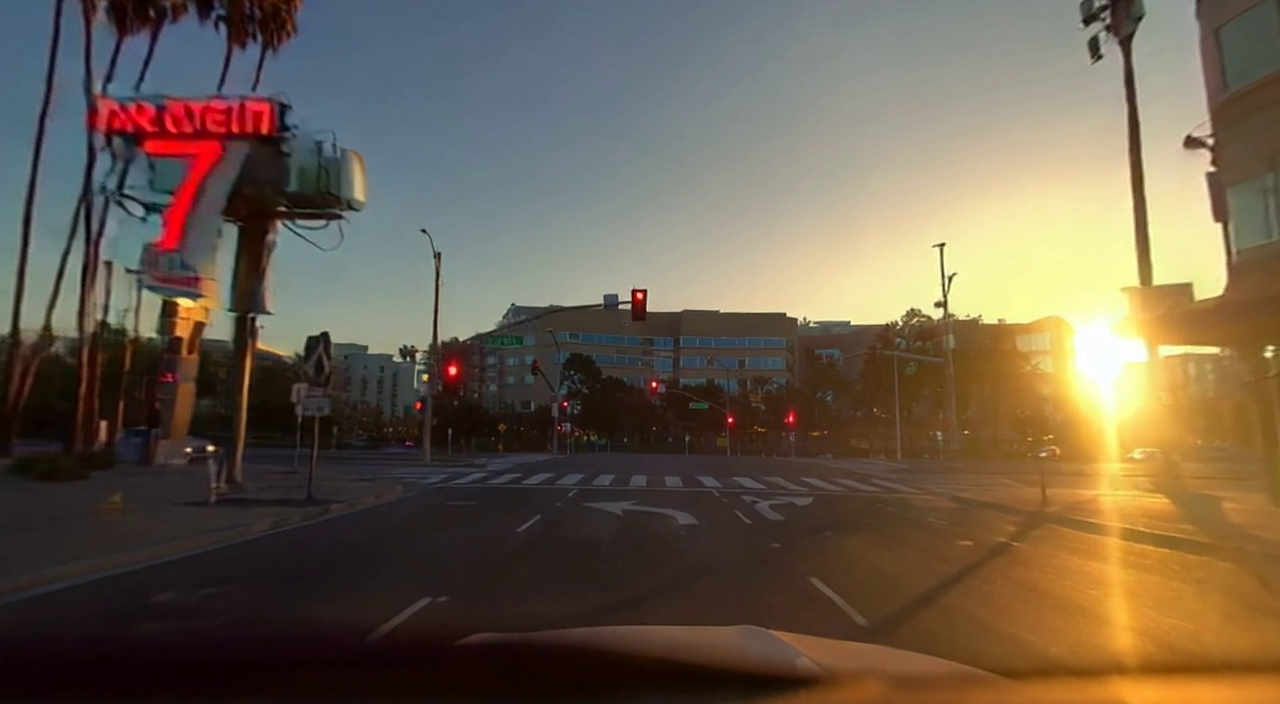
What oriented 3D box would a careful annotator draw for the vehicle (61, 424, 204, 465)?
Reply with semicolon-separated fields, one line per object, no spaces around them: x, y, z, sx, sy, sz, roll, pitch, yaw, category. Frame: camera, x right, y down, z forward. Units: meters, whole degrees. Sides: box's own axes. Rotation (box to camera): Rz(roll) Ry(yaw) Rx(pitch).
-21.852;4.011;27.337;4.350;1.624;2.023;0;-8;-1;vehicle
